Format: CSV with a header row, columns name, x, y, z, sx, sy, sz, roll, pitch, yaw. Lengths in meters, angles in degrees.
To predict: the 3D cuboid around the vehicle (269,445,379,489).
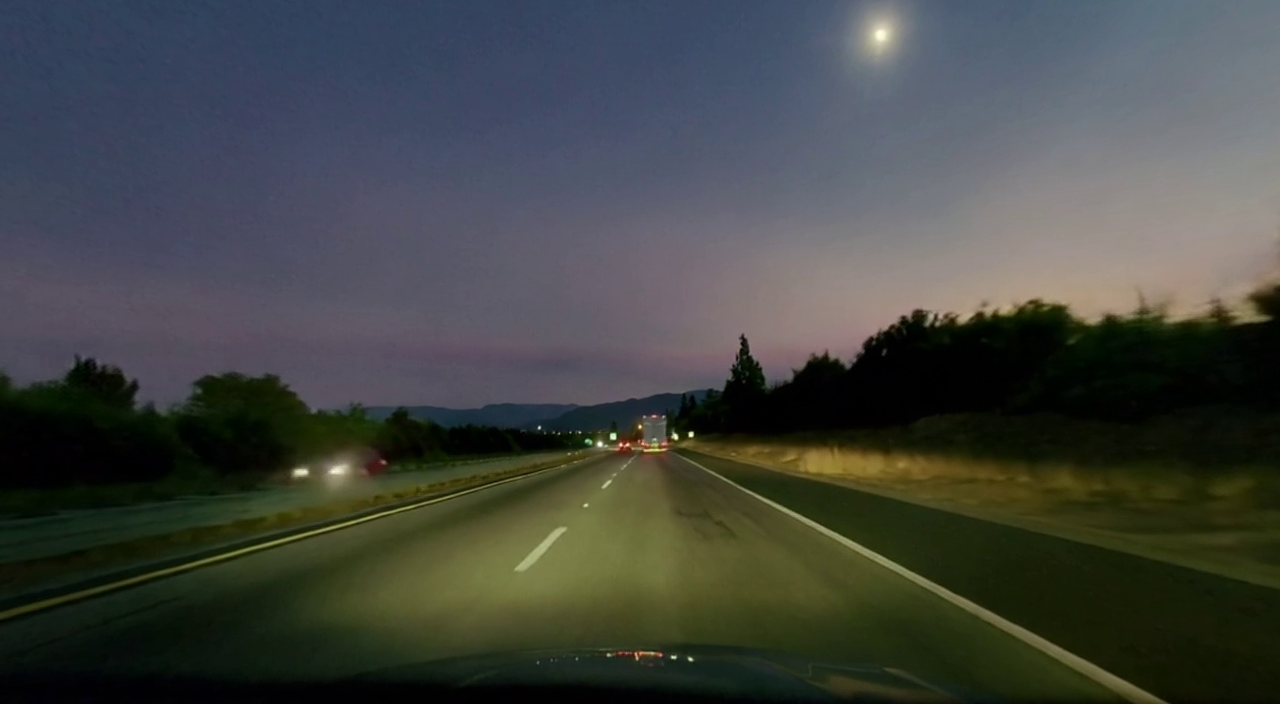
name,x,y,z,sx,sy,sz,roll,pitch,yaw
vehicle,-12.504,4.542,25.346,1.968,1.550,4.665,0,-8,1
